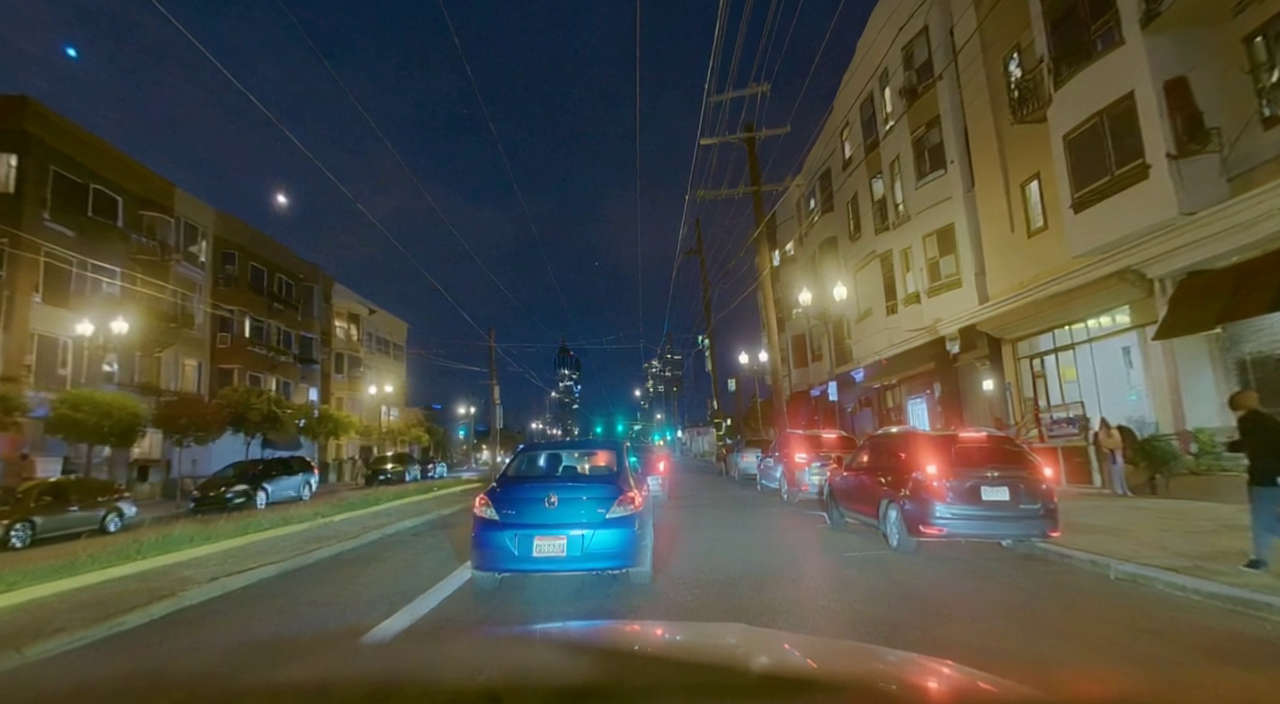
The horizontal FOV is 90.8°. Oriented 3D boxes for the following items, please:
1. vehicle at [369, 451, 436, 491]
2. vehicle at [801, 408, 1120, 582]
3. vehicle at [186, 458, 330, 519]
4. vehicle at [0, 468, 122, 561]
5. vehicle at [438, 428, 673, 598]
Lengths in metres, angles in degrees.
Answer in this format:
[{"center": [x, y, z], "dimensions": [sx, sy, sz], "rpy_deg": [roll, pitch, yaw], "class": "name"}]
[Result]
[{"center": [-11.912, 5.947, 31.947], "dimensions": [2.011, 1.687, 4.079], "rpy_deg": [-3, -8, -2], "class": "vehicle"}, {"center": [3.794, 1.761, 8.613], "dimensions": [1.967, 1.721, 4.410], "rpy_deg": [0, -8, -1], "class": "vehicle"}, {"center": [-11.865, 4.226, 20.043], "dimensions": [1.868, 1.491, 4.367], "rpy_deg": [-4, -8, 0], "class": "vehicle"}, {"center": [-11.921, 2.900, 11.018], "dimensions": [1.850, 1.487, 4.711], "rpy_deg": [-2, -8, -1], "class": "vehicle"}, {"center": [-0.708, 1.735, 7.814], "dimensions": [2.019, 1.453, 4.603], "rpy_deg": [0, -8, 1], "class": "vehicle"}]
